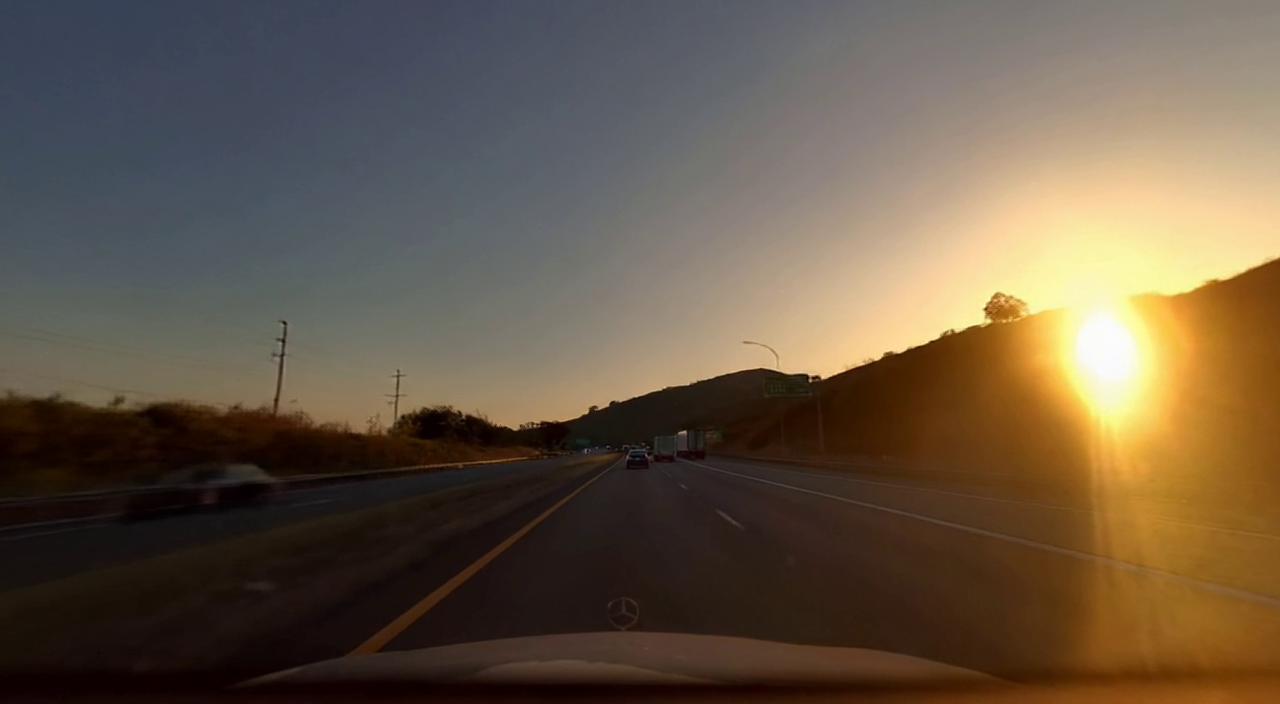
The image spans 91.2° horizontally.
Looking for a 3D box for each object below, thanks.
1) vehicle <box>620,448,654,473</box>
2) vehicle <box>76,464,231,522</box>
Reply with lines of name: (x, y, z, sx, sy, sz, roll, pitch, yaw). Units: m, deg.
vehicle: (-0.218, 6.884, 39.989, 2.083, 1.473, 3.923, 0, -9, -1)
vehicle: (-15.614, 4.503, 20.435, 1.778, 1.574, 4.009, 0, -9, 0)
